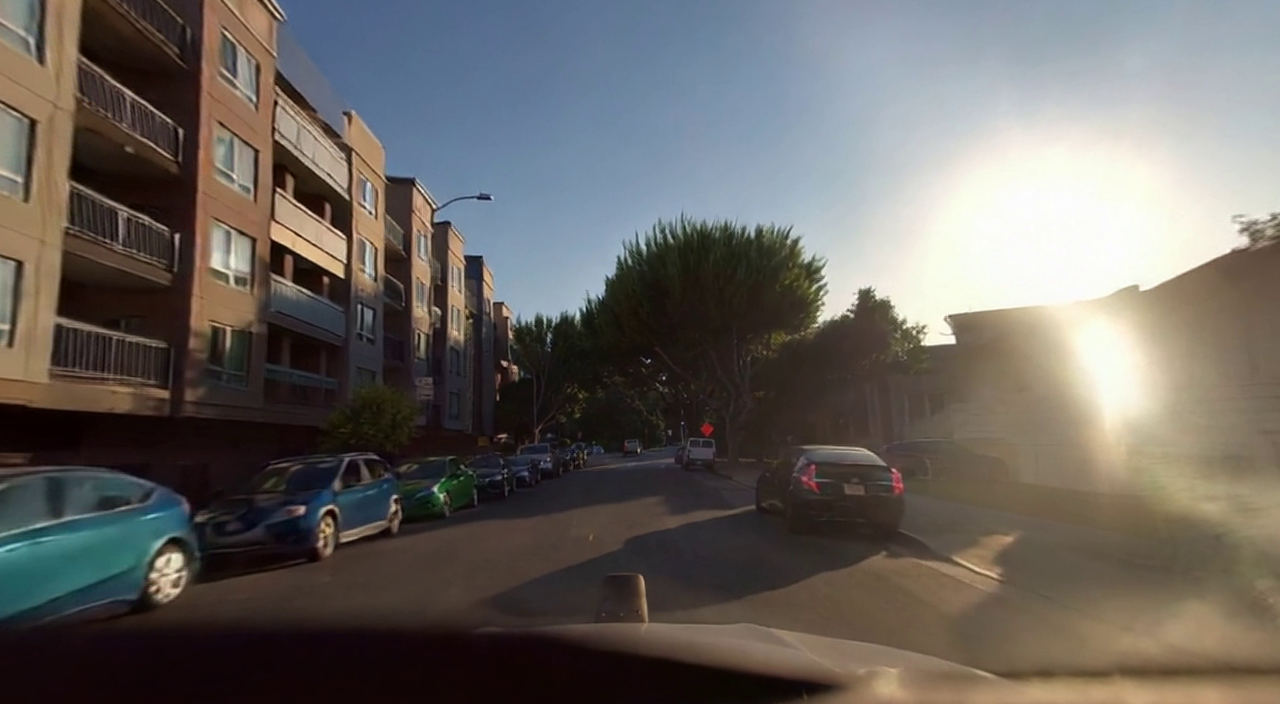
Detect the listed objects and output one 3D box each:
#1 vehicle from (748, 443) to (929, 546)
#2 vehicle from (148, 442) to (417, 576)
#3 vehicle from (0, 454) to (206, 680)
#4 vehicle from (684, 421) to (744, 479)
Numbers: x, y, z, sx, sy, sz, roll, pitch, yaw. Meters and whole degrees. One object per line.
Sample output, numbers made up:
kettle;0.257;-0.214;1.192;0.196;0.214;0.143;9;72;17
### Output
vehicle;3.303;2.426;11.461;1.835;1.490;4.134;0;-9;-1
vehicle;-5.027;2.193;9.656;1.782;1.585;3.962;0;-9;0
vehicle;-5.198;1.505;4.505;1.722;1.491;3.431;0;-9;0
vehicle;4.040;5.212;34.064;1.961;2.656;3.047;-2;-2;34
